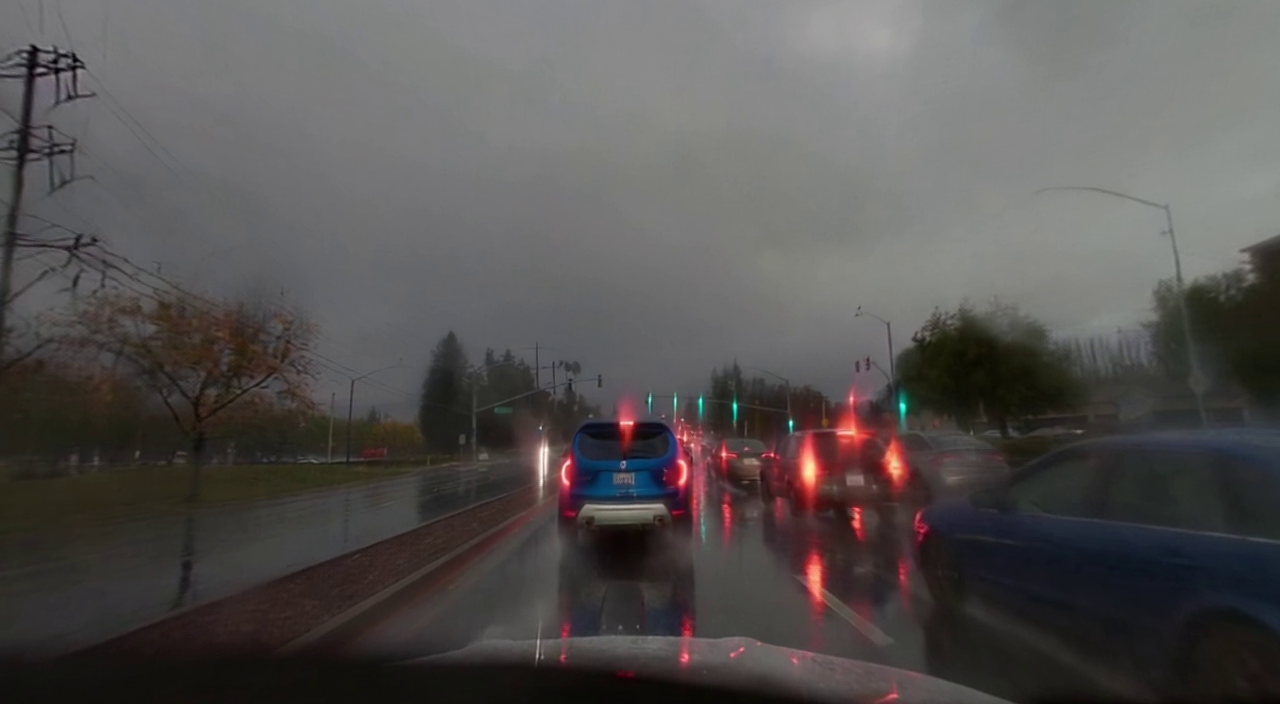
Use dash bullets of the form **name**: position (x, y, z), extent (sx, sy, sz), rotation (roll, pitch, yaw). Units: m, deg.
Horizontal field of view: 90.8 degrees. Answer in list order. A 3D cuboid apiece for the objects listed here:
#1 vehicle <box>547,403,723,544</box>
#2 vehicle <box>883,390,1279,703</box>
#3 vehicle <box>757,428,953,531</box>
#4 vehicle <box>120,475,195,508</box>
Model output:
- **vehicle**: position (-0.114, 1.908, 10.470), extent (2.300, 1.821, 4.254), rotation (0, -9, -1)
- **vehicle**: position (3.308, 1.079, 3.657), extent (1.984, 1.462, 4.513), rotation (0, -9, 0)
- **vehicle**: position (3.538, 2.190, 11.444), extent (1.952, 1.477, 4.417), rotation (0, -9, -1)
- **vehicle**: position (-26.217, 7.537, 34.315), extent (3.826, 1.522, 1.741), rotation (-5, -9, 30)
